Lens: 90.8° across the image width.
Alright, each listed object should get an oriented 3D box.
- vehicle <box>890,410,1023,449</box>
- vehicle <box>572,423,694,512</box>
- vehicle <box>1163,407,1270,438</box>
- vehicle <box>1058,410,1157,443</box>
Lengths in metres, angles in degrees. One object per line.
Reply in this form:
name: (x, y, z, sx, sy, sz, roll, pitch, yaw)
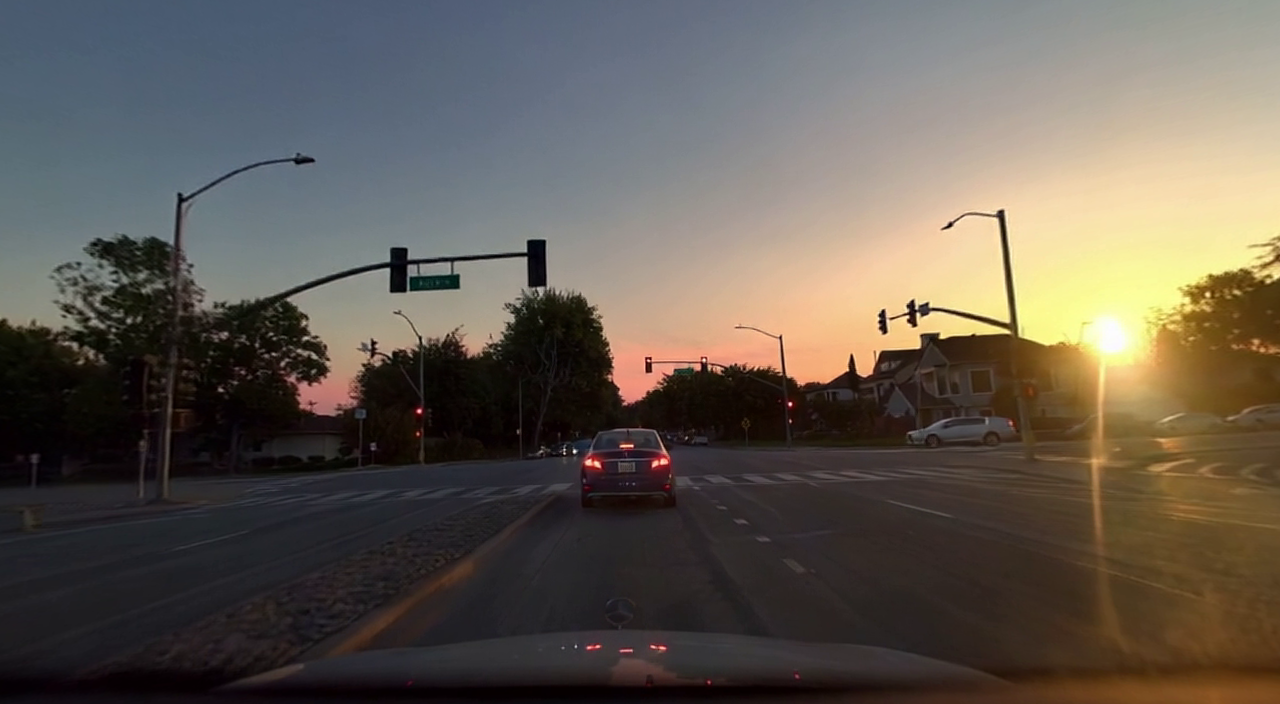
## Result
vehicle: (17.784, 4.384, 35.782, 6.025, 2.000, 2.876, 1, -7, -2)
vehicle: (0.024, 2.360, 13.367, 2.074, 1.570, 3.647, 0, -8, 7)
vehicle: (35.922, 4.416, 39.415, 4.735, 1.784, 2.094, 1, -7, -3)
vehicle: (28.663, 4.608, 38.821, 4.557, 1.899, 1.996, 1, -8, -5)
